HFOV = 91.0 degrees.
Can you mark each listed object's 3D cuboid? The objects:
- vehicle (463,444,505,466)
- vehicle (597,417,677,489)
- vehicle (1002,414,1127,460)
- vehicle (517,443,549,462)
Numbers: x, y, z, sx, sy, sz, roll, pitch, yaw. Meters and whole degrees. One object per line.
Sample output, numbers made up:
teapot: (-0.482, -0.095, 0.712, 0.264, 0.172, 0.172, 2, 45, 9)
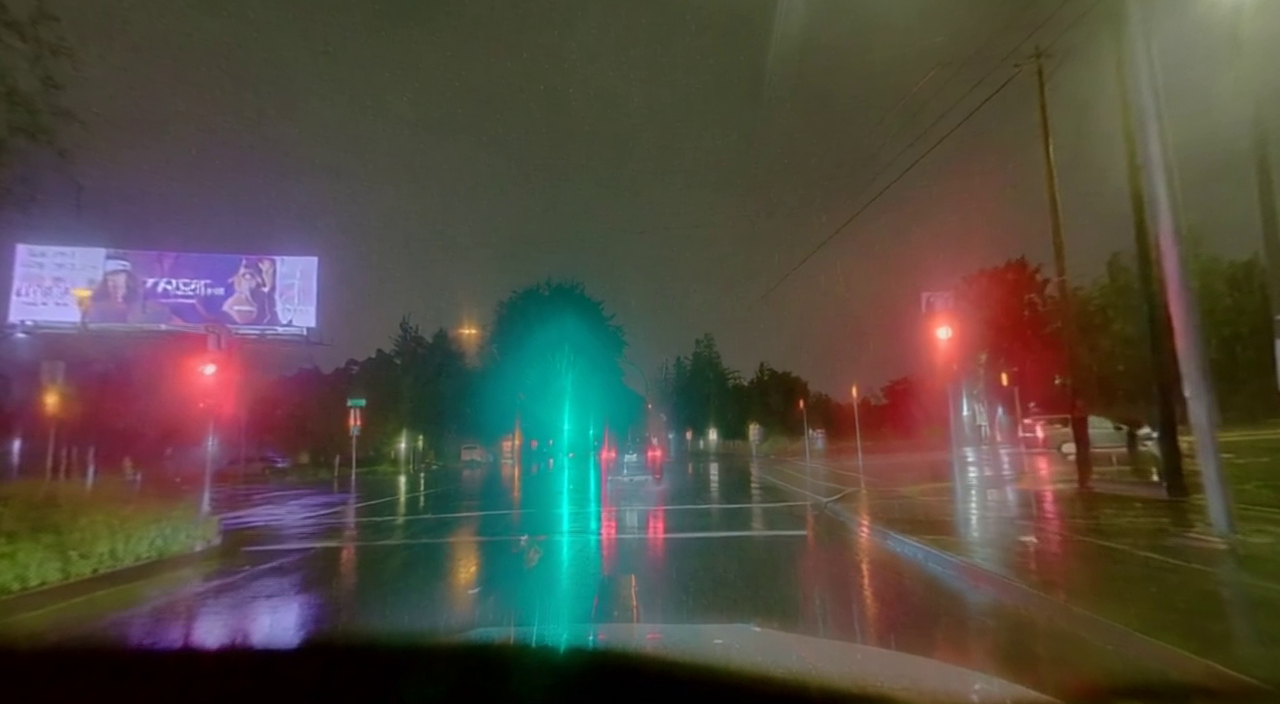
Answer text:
vehicle: (-10.757, 7.135, 43.777, 1.989, 1.403, 4.331, 0, -8, -2)
vehicle: (-0.187, 3.000, 18.905, 2.142, 1.904, 3.816, 0, -8, -3)
vehicle: (15.637, 3.134, 23.293, 3.403, 1.602, 1.716, 0, -8, -6)
vehicle: (-7.920, 7.452, 46.868, 1.886, 1.377, 3.932, 0, -8, -3)
